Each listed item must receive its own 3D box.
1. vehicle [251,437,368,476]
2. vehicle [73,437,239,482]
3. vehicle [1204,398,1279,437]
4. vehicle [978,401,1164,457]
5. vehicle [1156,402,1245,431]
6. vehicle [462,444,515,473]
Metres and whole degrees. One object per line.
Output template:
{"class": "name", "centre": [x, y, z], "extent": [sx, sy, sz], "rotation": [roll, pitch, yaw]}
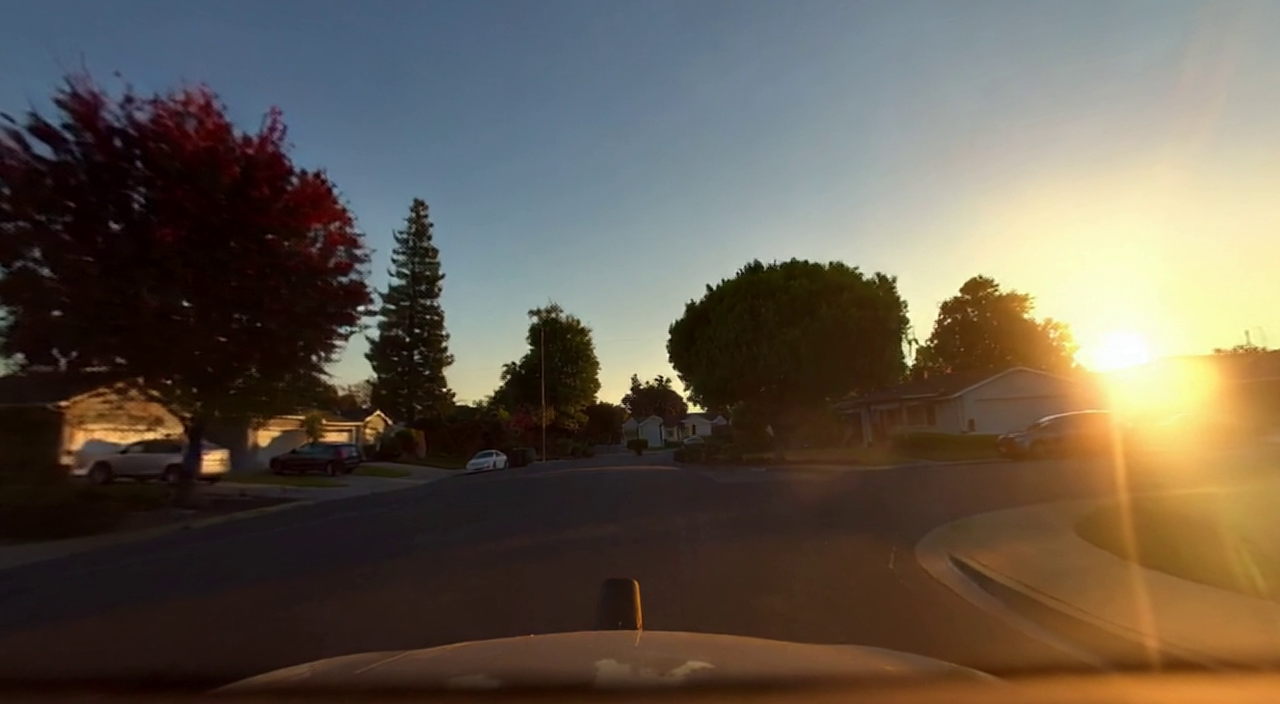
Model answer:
{"class": "vehicle", "centre": [-16.563, 5.235, 31.790], "extent": [4.683, 1.849, 2.044], "rotation": [1, -9, -5]}
{"class": "vehicle", "centre": [-18.849, 4.182, 24.799], "extent": [1.829, 1.584, 4.748], "rotation": [-5, -10, 27]}
{"class": "vehicle", "centre": [33.938, 3.644, 34.384], "extent": [2.029, 1.747, 4.373], "rotation": [0, -11, -2]}
{"class": "vehicle", "centre": [17.257, 3.152, 25.372], "extent": [6.088, 2.084, 2.337], "rotation": [1, -9, -10]}
{"class": "vehicle", "centre": [34.829, 4.104, 39.311], "extent": [1.971, 1.581, 4.495], "rotation": [-2, -9, 10]}
{"class": "vehicle", "centre": [-8.796, 6.198, 36.929], "extent": [2.040, 1.525, 5.212], "rotation": [0, -9, -3]}
